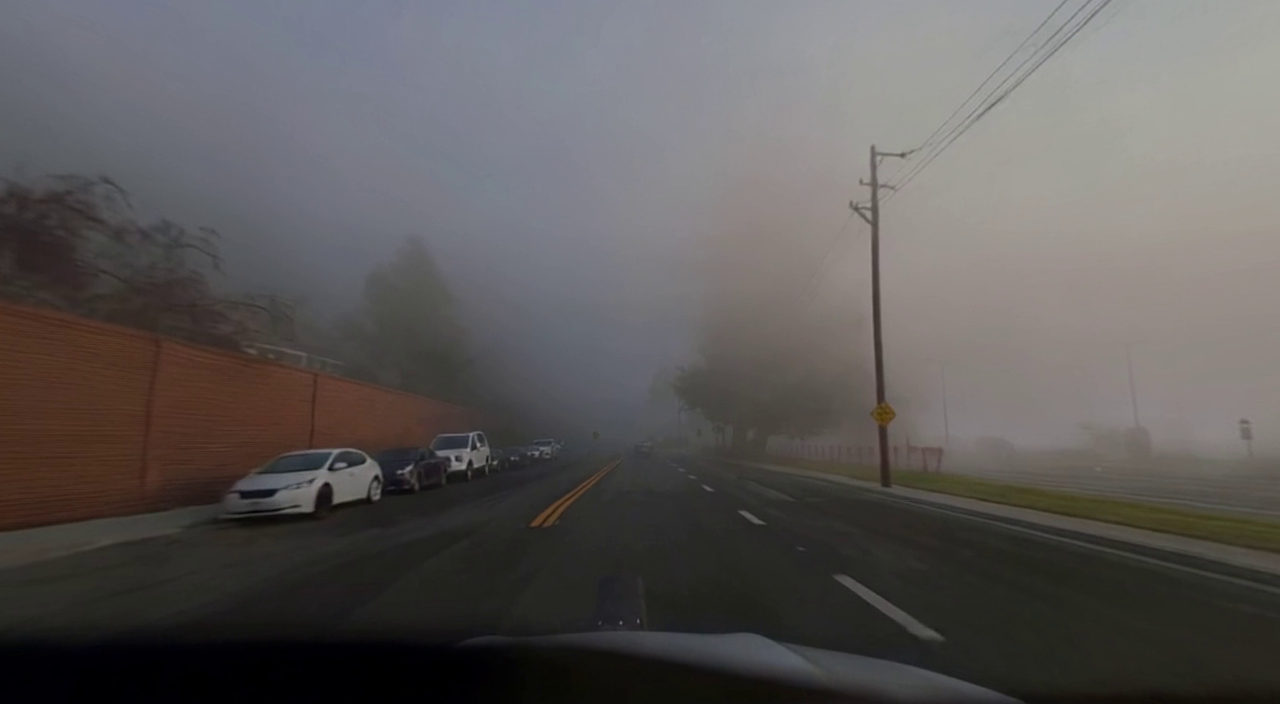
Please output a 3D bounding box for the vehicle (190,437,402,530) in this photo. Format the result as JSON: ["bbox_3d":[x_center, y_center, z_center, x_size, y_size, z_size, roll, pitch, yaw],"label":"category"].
[{"bbox_3d":[-6.721,2.557,13.023,1.989,1.485,4.218,2,-7,0],"label":"vehicle"}]

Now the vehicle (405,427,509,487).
[{"bbox_3d":[-6.552,3.835,23.417,2.150,1.854,5.551,2,-8,0],"label":"vehicle"}]
